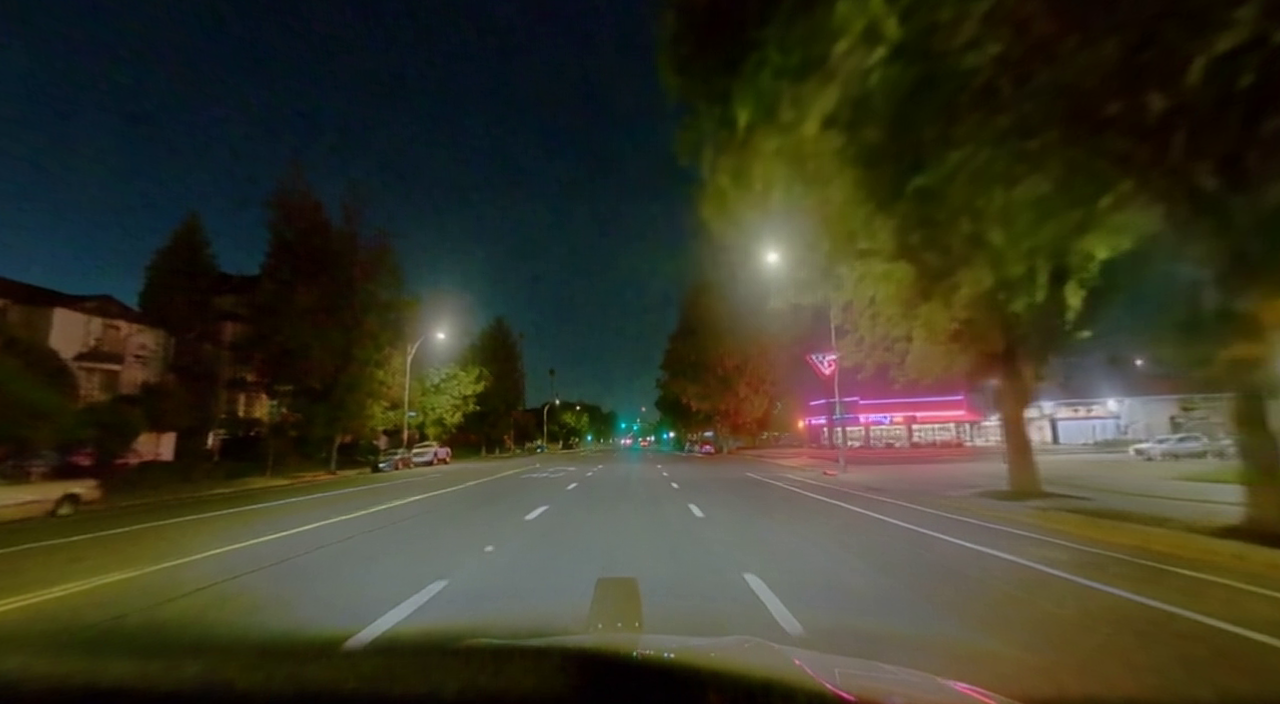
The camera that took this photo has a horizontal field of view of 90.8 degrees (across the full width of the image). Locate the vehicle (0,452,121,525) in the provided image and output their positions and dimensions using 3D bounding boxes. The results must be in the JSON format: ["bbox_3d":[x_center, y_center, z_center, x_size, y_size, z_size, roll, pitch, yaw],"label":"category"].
[{"bbox_3d":[-14.703,3.024,14.125,2.124,1.501,4.807,0,-8,0],"label":"vehicle"}]

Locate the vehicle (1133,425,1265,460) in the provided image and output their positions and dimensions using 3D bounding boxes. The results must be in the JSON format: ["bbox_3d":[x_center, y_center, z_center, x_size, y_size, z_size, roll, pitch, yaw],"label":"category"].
[{"bbox_3d":[30.584,4.991,34.751,4.841,1.815,2.151,-2,-9,15],"label":"vehicle"}]

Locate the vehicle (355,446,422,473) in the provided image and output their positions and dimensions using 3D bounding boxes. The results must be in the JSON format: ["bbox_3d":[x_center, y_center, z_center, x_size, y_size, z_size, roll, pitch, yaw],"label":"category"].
[{"bbox_3d":[-15.084,6.473,38.228,2.106,1.479,4.541,0,-8,1],"label":"vehicle"}]

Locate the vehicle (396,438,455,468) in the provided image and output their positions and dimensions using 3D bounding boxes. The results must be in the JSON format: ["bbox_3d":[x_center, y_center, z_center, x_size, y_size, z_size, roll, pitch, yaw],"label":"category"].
[{"bbox_3d":[-14.981,7.078,44.593,2.164,1.933,5.804,0,-8,0],"label":"vehicle"}]

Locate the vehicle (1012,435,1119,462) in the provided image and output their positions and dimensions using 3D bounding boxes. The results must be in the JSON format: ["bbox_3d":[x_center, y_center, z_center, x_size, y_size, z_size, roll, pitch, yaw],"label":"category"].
[{"bbox_3d":[24.325,5.571,36.339,4.622,1.466,2.066,-3,-9,16],"label":"vehicle"}]
